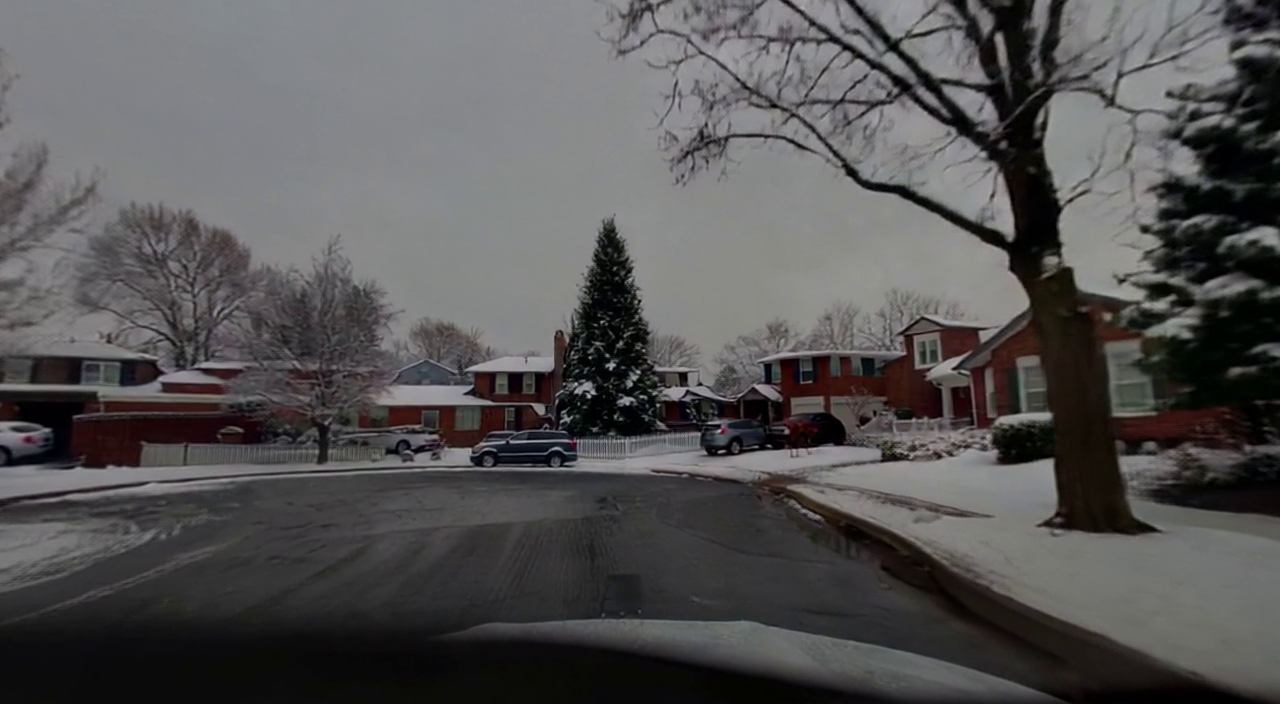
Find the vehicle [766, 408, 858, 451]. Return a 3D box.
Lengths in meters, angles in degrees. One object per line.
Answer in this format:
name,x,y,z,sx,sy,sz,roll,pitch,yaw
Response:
vehicle,7.969,3.627,29.049,2.152,1.773,4.495,-8,-11,42

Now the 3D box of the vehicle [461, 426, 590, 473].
vehicle,-4.675,4.056,26.239,4.815,1.827,2.147,-1,-9,10

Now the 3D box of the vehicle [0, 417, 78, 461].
vehicle,-26.780,3.773,27.241,4.237,1.728,2.203,-4,-10,27

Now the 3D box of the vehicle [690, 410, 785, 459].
vehicle,4.614,3.795,29.501,2.310,1.701,4.280,-7,-3,41
